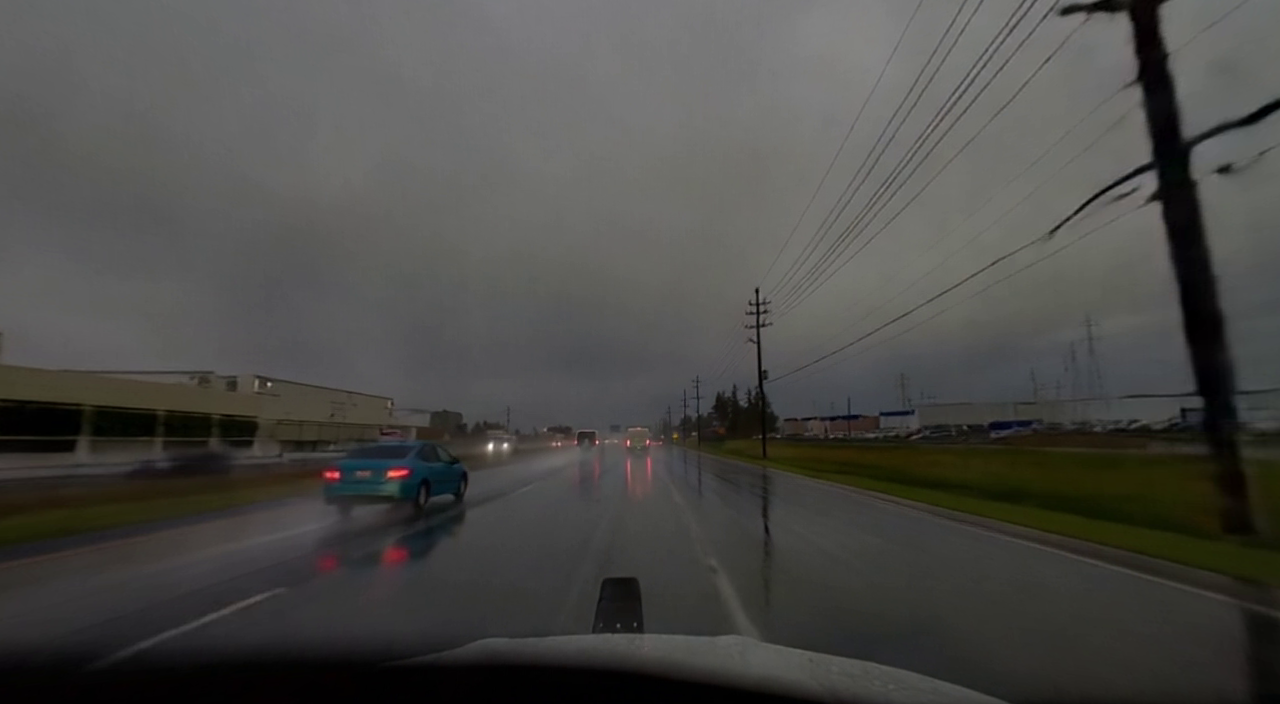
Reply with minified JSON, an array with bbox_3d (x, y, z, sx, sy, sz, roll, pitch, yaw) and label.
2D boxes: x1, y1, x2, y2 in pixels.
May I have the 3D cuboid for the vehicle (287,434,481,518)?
[{"bbox_3d":[-5.133,2.524,13.547,2.087,1.464,4.853,0,-8,1],"label":"vehicle"}]

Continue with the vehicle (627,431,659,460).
[{"bbox_3d":[0.175,6.754,45.741,2.213,1.997,4.456,0,-8,-1],"label":"vehicle"}]
